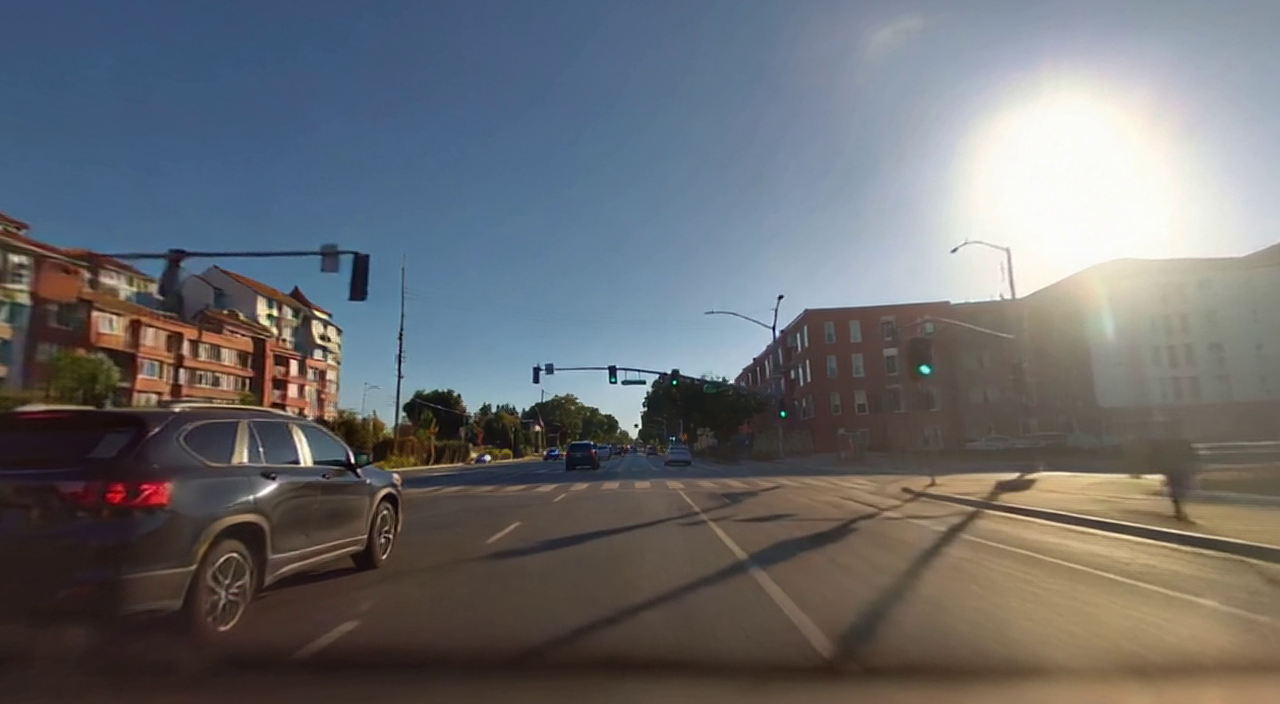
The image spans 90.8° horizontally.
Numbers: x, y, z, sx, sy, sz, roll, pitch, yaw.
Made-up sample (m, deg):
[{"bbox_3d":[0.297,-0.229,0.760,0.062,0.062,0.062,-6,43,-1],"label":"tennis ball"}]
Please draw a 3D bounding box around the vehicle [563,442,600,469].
[{"bbox_3d":[-3.886,6.960,42.569,2.083,1.685,4.069,0,-8,0],"label":"vehicle"}]

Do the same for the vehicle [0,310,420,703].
[{"bbox_3d":[-3.954,1.164,5.450,2.225,1.984,5.168,0,-8,0],"label":"vehicle"}]

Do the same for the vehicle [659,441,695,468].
[{"bbox_3d":[2.469,6.907,42.750,2.018,1.719,4.369,0,-8,-2],"label":"vehicle"}]
